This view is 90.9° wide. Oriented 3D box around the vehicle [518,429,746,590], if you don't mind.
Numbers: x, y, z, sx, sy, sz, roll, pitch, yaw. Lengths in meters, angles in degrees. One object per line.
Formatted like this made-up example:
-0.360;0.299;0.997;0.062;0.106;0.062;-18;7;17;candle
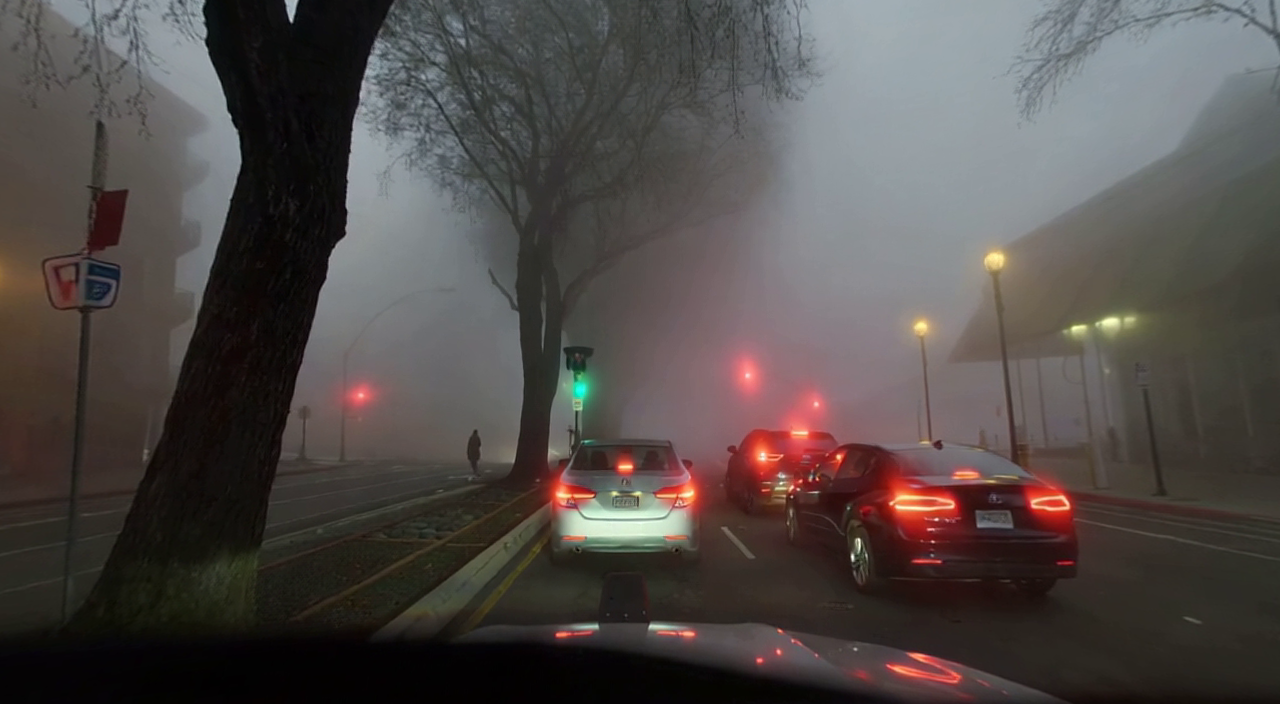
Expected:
-0.091;1.758;7.933;2.087;1.456;4.143;0;-8;0;vehicle

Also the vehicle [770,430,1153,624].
2.906;1.650;6.997;1.893;1.446;4.270;0;-8;-2;vehicle
